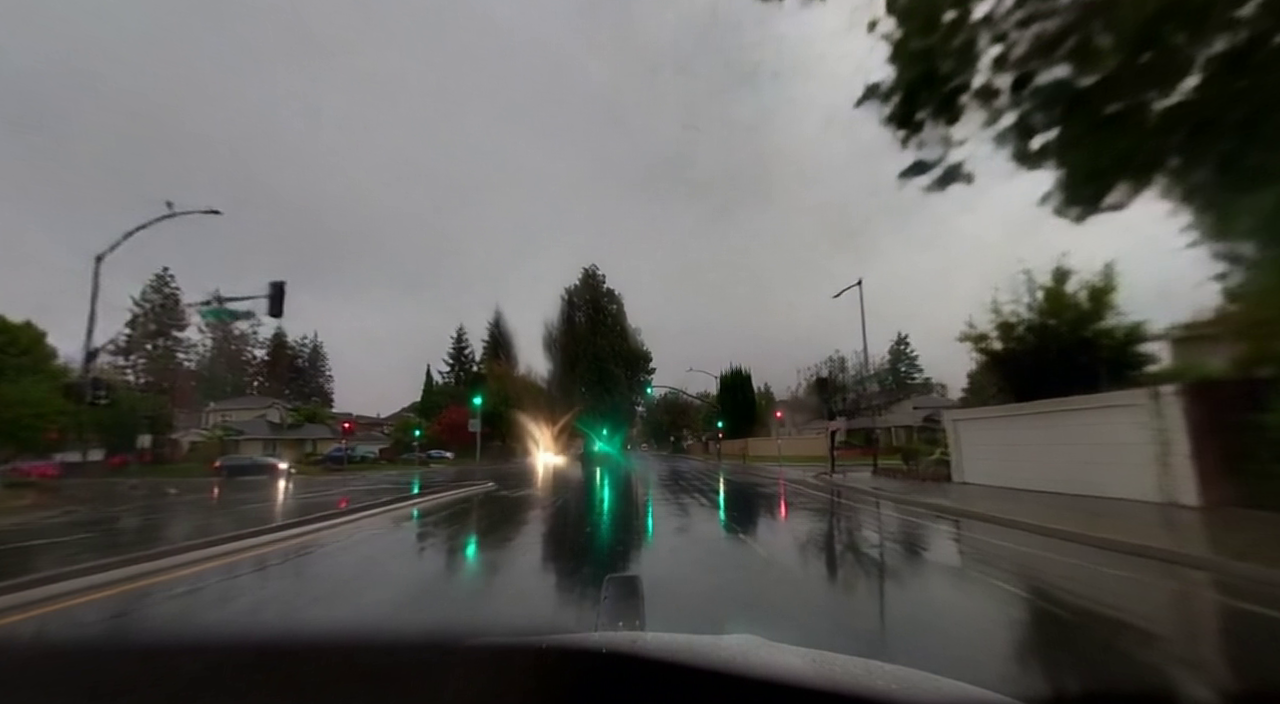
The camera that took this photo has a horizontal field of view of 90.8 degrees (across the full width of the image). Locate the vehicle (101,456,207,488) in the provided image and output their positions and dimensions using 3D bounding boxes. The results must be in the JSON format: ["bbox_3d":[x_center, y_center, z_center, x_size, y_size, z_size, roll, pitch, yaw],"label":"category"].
[{"bbox_3d":[-27.589,6.798,35.921,4.676,1.704,2.031,-2,-9,10],"label":"vehicle"}]

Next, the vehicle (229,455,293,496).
[{"bbox_3d":[-16.084,5.225,27.043,2.018,1.500,4.433,4,-10,-27],"label":"vehicle"}]
